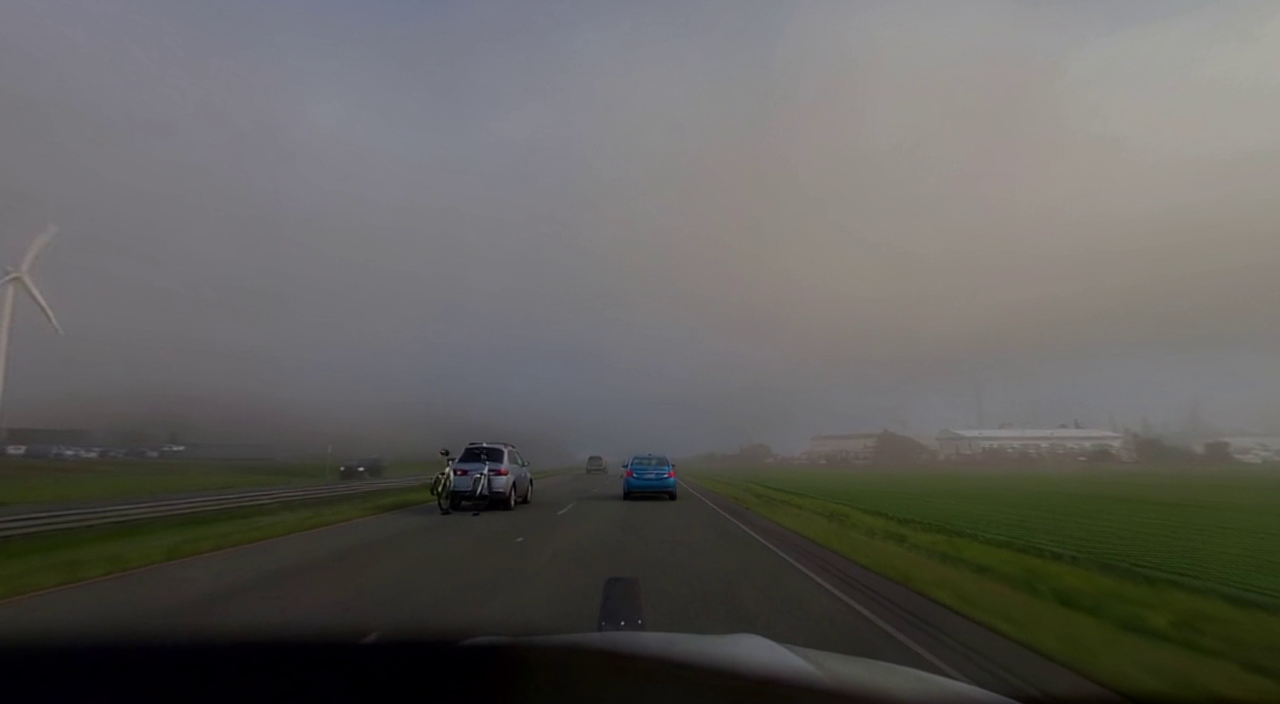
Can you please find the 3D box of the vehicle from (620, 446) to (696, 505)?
[{"bbox_3d":[0.457,3.654,19.068,2.063,1.582,3.955,0,-9,-1],"label":"vehicle"}]

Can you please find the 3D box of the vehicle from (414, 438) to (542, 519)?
[{"bbox_3d":[-3.755,2.997,15.396,1.962,1.681,4.033,0,-9,1],"label":"vehicle"}]
